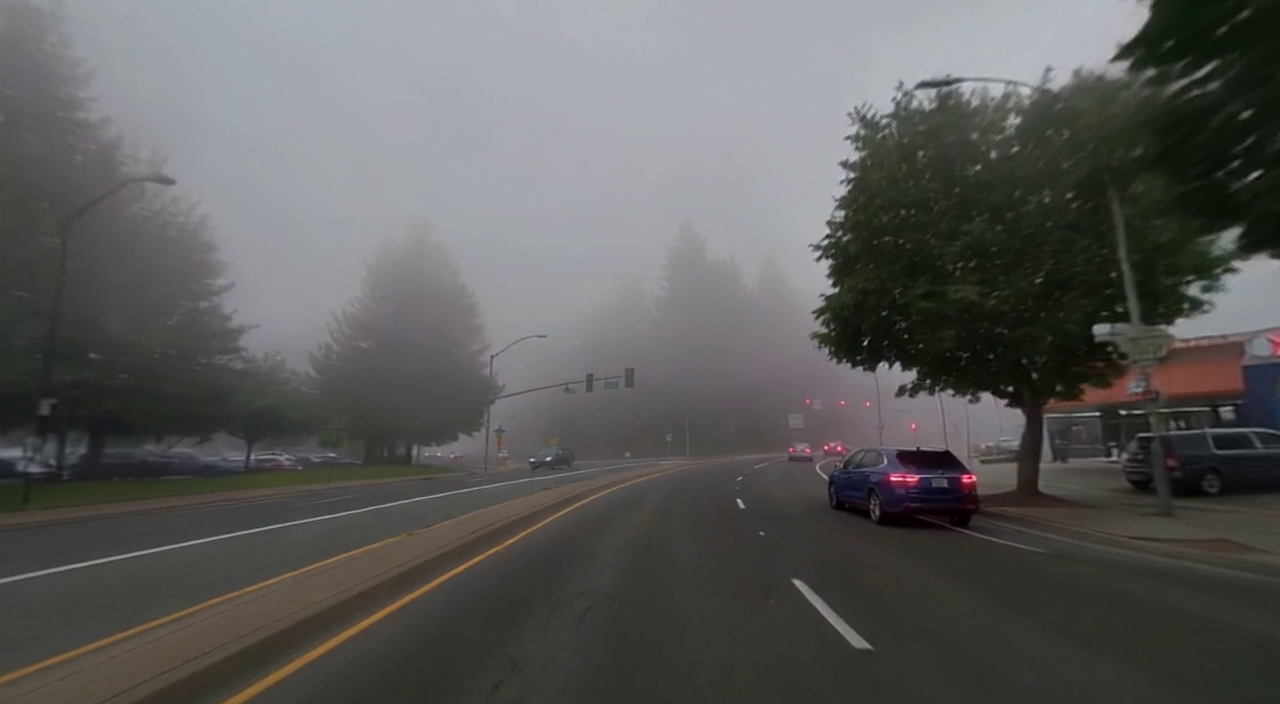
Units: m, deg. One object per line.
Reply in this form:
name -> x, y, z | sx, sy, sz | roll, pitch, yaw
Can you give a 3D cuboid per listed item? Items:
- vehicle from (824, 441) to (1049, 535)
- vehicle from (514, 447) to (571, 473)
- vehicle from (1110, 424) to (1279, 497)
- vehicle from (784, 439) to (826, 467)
vehicle -> 5.401, 2.492, 12.310 | 1.938, 1.466, 4.434 | 1, -8, -5
vehicle -> -6.164, 6.885, 40.440 | 2.022, 1.498, 4.400 | -2, -9, 15
vehicle -> 16.047, 2.919, 17.126 | 4.557, 1.825, 2.350 | -2, -9, 12
vehicle -> 10.857, 6.596, 41.336 | 2.311, 1.715, 4.287 | -3, -9, 18
